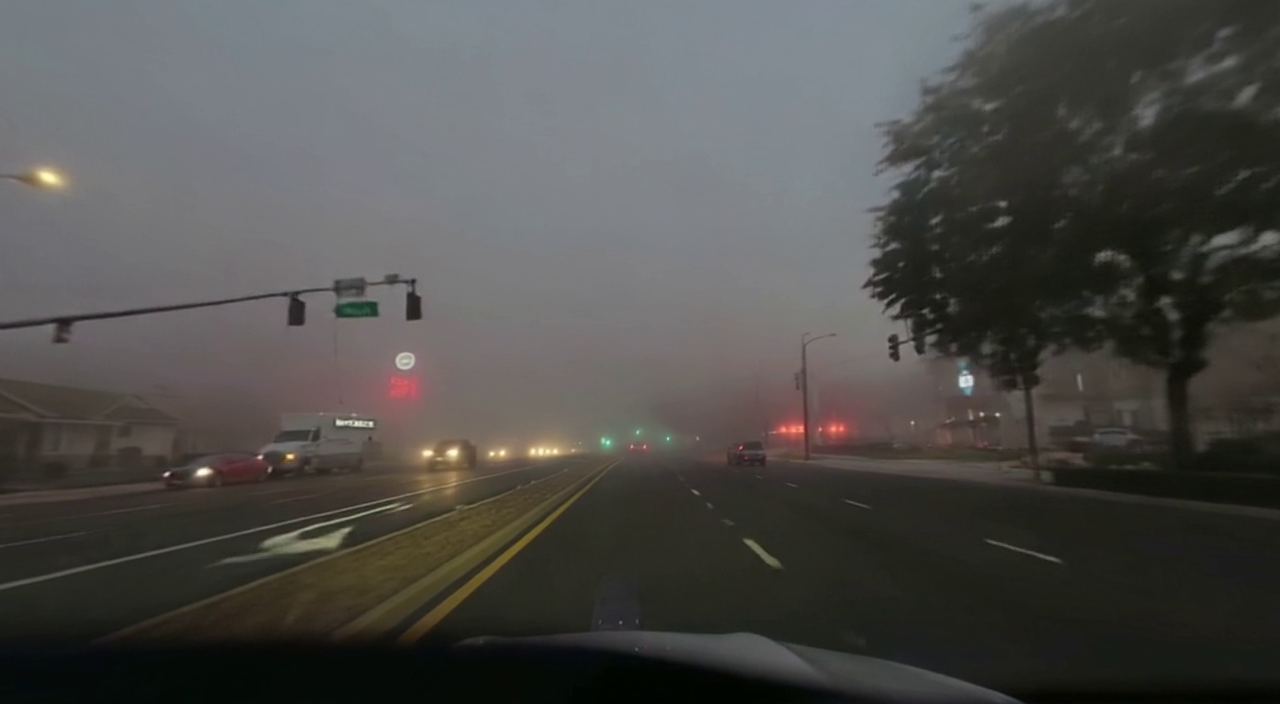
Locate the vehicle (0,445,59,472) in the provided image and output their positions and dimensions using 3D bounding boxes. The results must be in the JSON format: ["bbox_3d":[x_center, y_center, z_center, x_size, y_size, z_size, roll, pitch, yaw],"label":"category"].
[{"bbox_3d":[-47.871,8.099,48.277,1.964,1.982,4.613,-6,-11,36],"label":"vehicle"}]

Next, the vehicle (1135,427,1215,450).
[{"bbox_3d":[34.592,5.639,41.003,1.756,1.443,4.032,0,-8,2],"label":"vehicle"}]

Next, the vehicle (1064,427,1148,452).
[{"bbox_3d":[29.840,5.703,40.681,1.796,1.485,4.667,-1,-9,0],"label":"vehicle"}]

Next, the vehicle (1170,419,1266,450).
[{"bbox_3d":[37.365,5.415,41.007,1.996,1.893,4.413,0,-8,1],"label":"vehicle"}]

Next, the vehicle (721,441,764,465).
[{"bbox_3d":[6.606,6.563,41.224,1.916,1.437,4.327,0,-9,-2],"label":"vehicle"}]

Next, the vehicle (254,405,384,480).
[{"bbox_3d":[-18.725,5.431,37.750,2.982,3.900,8.593,0,-9,1],"label":"vehicle"}]

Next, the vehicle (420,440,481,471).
[{"bbox_3d":[-11.540,6.330,38.812,2.134,1.806,4.843,0,-9,1],"label":"vehicle"}]

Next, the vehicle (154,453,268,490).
[{"bbox_3d":[-18.938,5.269,28.178,1.950,1.464,4.414,0,-9,0],"label":"vehicle"}]
